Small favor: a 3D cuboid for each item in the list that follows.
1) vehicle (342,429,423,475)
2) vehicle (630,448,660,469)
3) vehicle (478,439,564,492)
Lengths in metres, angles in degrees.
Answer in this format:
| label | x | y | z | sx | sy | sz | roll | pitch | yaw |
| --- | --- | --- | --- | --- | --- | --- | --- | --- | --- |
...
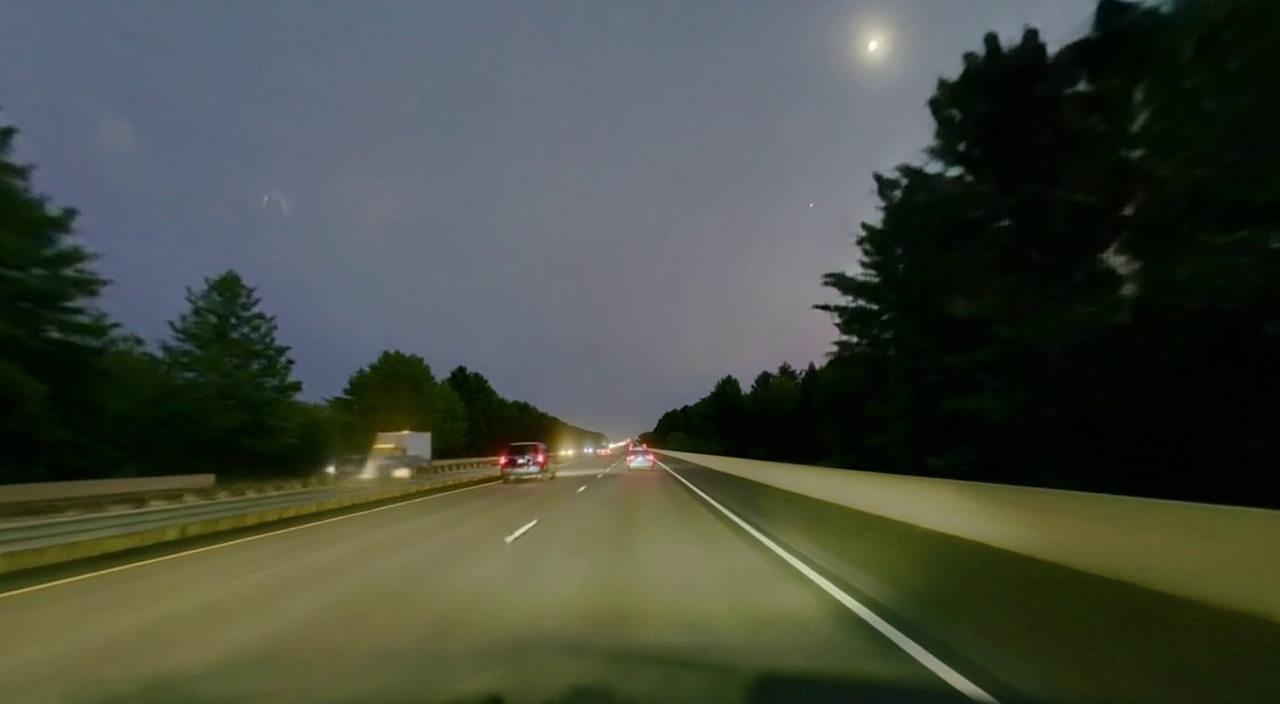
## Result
| label | x | y | z | sx | sy | sz | roll | pitch | yaw |
| --- | --- | --- | --- | --- | --- | --- | --- | --- | --- |
| vehicle | -16.532 | 6.474 | 41.071 | 2.419 | 2.745 | 6.688 | 0 | -9 | 0 |
| vehicle | 0.300 | 7.677 | 45.747 | 2.046 | 1.452 | 4.407 | 0 | -9 | -1 |
| vehicle | -4.029 | 3.925 | 22.151 | 2.100 | 1.667 | 4.223 | 0 | -9 | 1 |
